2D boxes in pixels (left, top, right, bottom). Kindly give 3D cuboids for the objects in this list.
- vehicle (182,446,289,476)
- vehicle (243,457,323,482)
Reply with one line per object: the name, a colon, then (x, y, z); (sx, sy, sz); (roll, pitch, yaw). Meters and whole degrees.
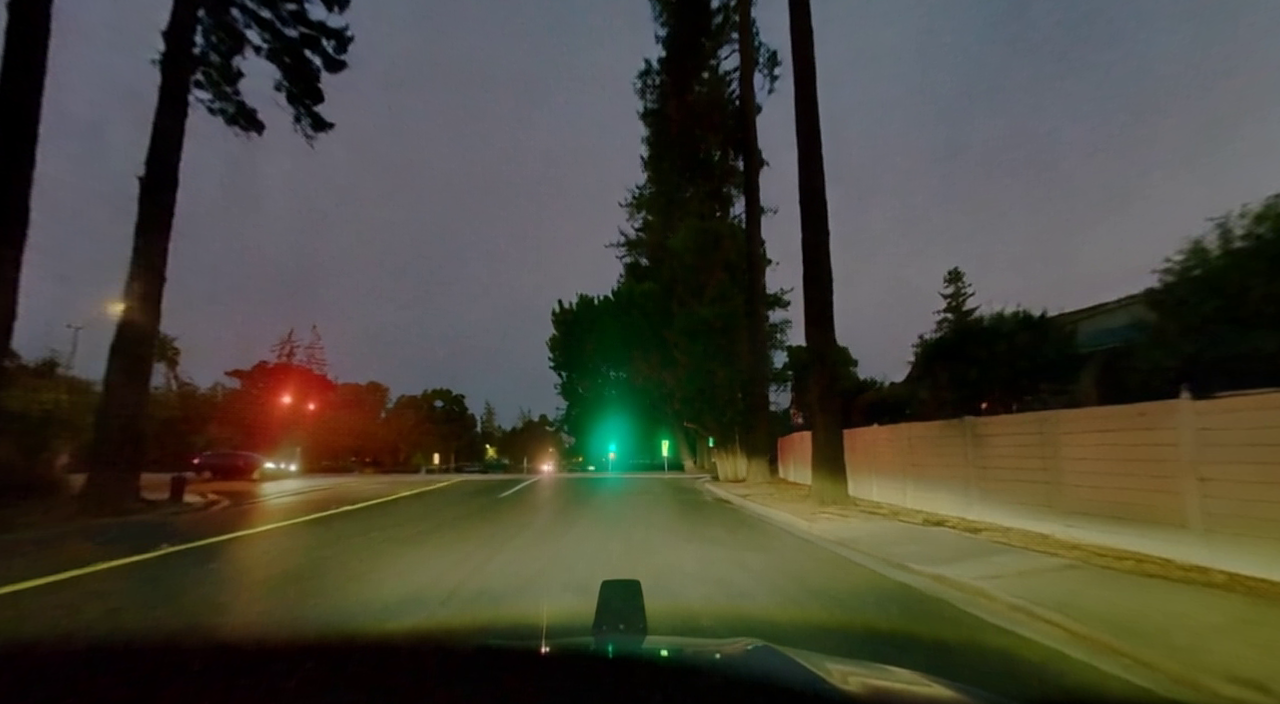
vehicle: (-25.379, 6.836, 39.763); (5.107, 1.749, 2.254); (0, -9, -7)
vehicle: (-26.449, 8.720, 46.846); (4.664, 1.728, 1.959); (1, -9, -7)
